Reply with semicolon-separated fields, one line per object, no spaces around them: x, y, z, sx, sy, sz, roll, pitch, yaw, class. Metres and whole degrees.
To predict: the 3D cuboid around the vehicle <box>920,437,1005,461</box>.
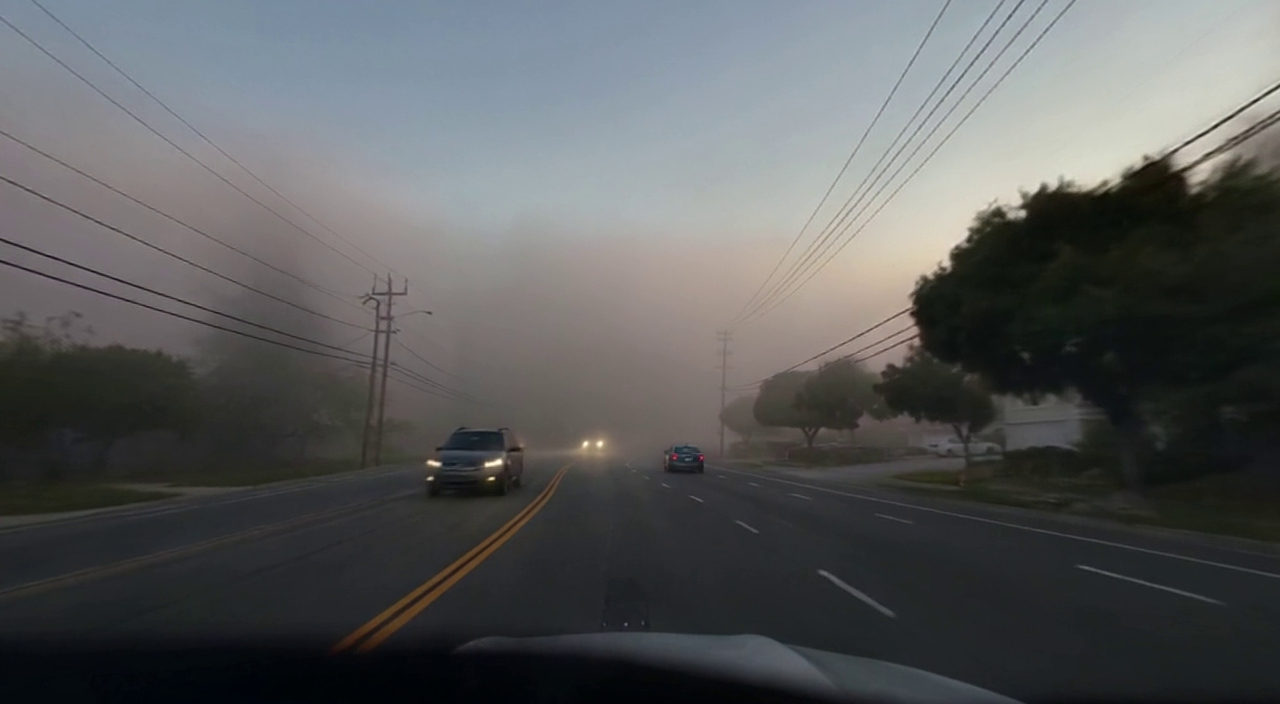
20.560;6.189;40.268;4.444;1.479;1.913;0;-7;-5;vehicle

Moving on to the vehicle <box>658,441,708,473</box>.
2.079;5.241;31.703;1.982;1.451;4.152;0;-9;-4;vehicle

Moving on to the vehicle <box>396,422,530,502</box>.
-4.345;2.798;16.383;2.205;1.769;4.589;0;-9;-1;vehicle
